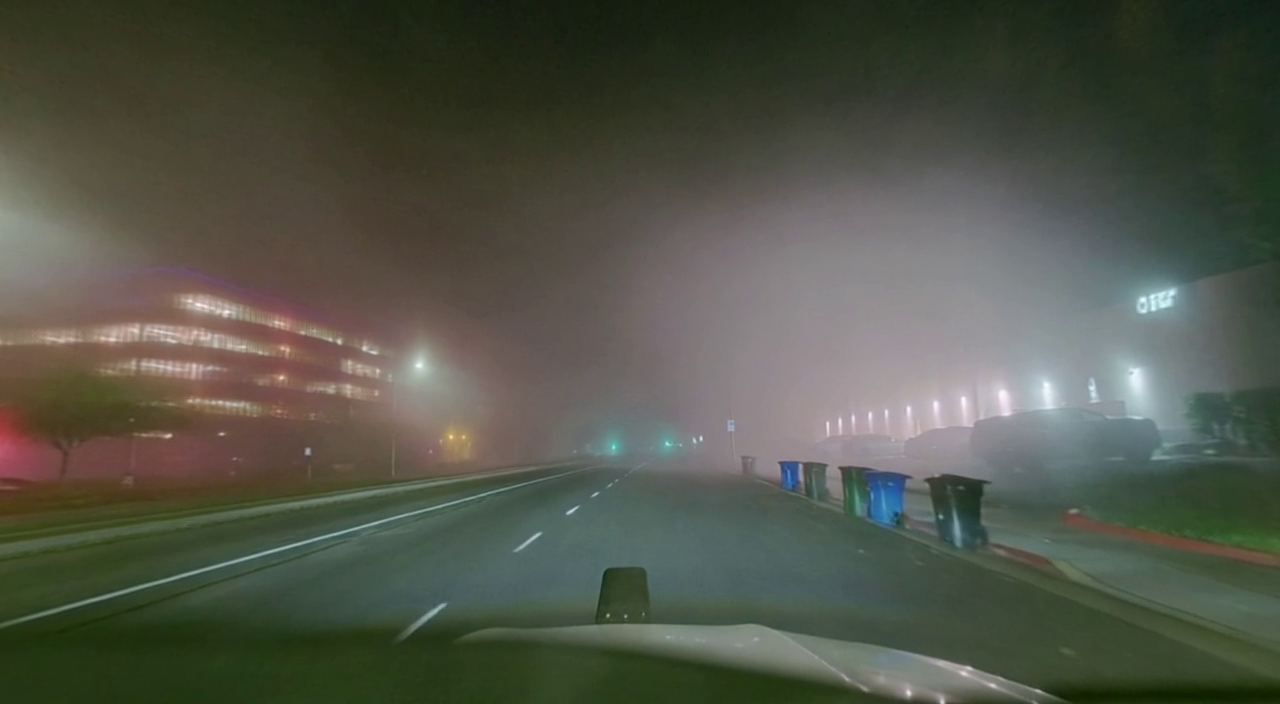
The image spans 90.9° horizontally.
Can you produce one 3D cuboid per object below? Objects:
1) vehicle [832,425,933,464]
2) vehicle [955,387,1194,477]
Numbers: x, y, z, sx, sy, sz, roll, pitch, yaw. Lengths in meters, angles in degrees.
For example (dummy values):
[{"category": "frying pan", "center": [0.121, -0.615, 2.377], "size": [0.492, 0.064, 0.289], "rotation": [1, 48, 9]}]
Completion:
[{"category": "vehicle", "center": [12.845, 4.947, 33.594], "size": [4.478, 1.578, 1.944], "rotation": [-6, -9, 2]}, {"category": "vehicle", "center": [12.473, 2.368, 18.449], "size": [5.136, 1.945, 2.153], "rotation": [-6, -9, 3]}]
